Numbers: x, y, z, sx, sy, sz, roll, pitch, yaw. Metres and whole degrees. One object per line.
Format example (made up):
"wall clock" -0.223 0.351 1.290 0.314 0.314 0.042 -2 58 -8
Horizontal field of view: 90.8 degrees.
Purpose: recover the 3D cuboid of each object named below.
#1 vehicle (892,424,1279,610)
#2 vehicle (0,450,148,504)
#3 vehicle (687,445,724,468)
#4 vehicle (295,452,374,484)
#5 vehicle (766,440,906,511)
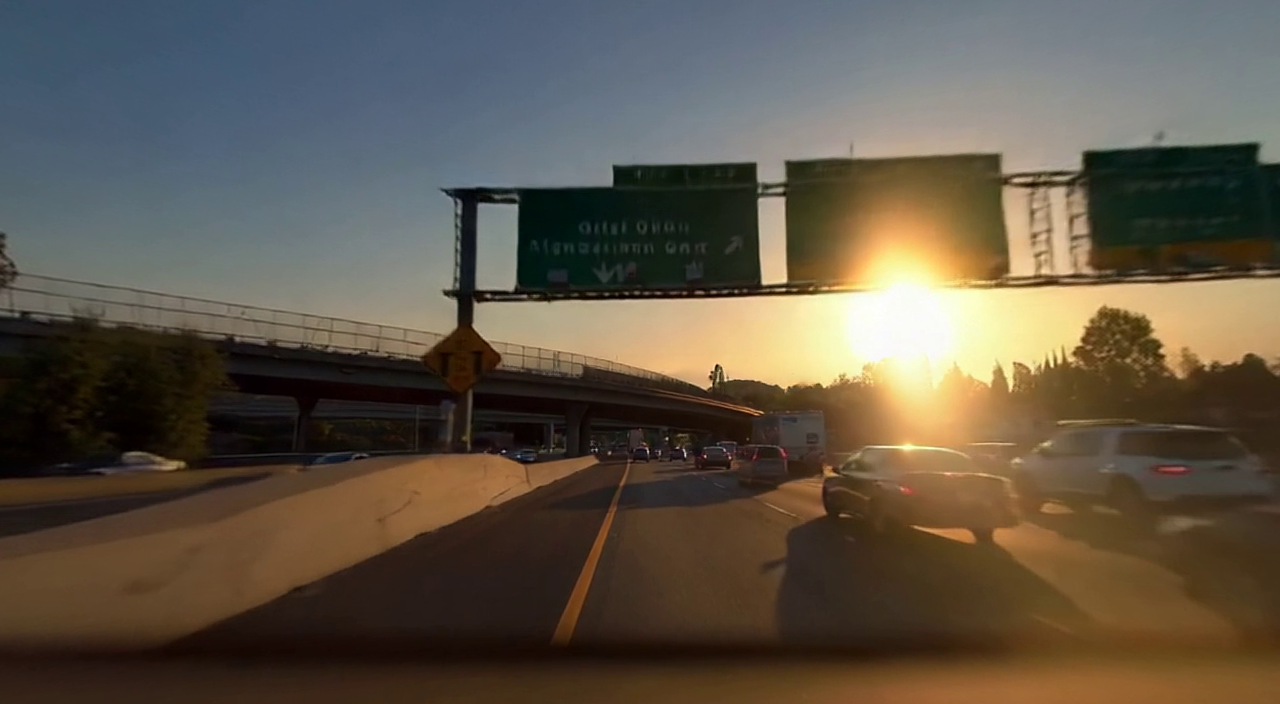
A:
"vehicle" 5.081 1.721 7.698 1.915 1.512 4.812 0 -8 -1
"vehicle" -21.283 4.575 23.569 1.922 1.747 4.705 0 -8 1
"vehicle" 4.422 7.163 43.439 1.971 1.453 4.414 0 -8 -2
"vehicle" -15.945 6.064 33.258 1.955 1.474 4.489 0 -8 0
"vehicle" 4.647 2.977 15.789 1.927 1.489 4.478 0 -8 -2
